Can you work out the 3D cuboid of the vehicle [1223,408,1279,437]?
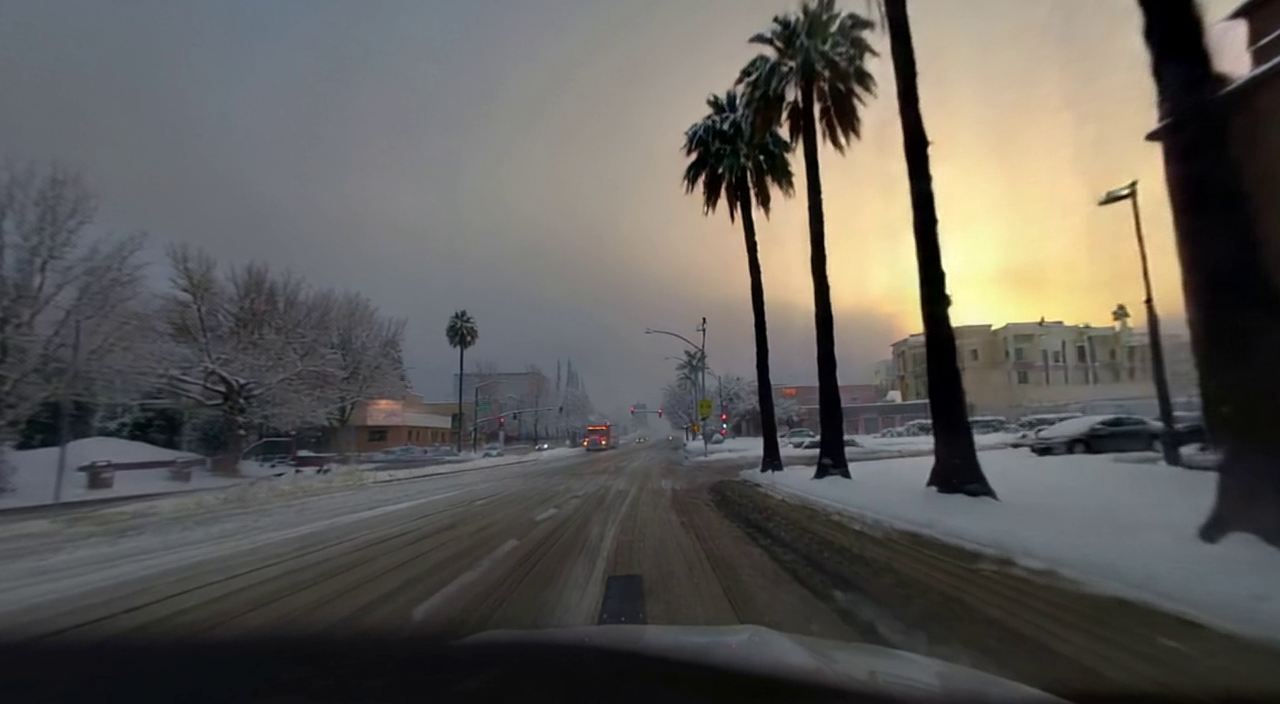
[{"bbox_3d":[36.785,4.143,36.480,1.794,1.535,4.466,-1,-8,6],"label":"vehicle"}]

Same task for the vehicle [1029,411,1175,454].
[{"bbox_3d":[16.391,2.868,22.386,3.945,1.463,1.684,0,-8,-5],"label":"vehicle"}]
